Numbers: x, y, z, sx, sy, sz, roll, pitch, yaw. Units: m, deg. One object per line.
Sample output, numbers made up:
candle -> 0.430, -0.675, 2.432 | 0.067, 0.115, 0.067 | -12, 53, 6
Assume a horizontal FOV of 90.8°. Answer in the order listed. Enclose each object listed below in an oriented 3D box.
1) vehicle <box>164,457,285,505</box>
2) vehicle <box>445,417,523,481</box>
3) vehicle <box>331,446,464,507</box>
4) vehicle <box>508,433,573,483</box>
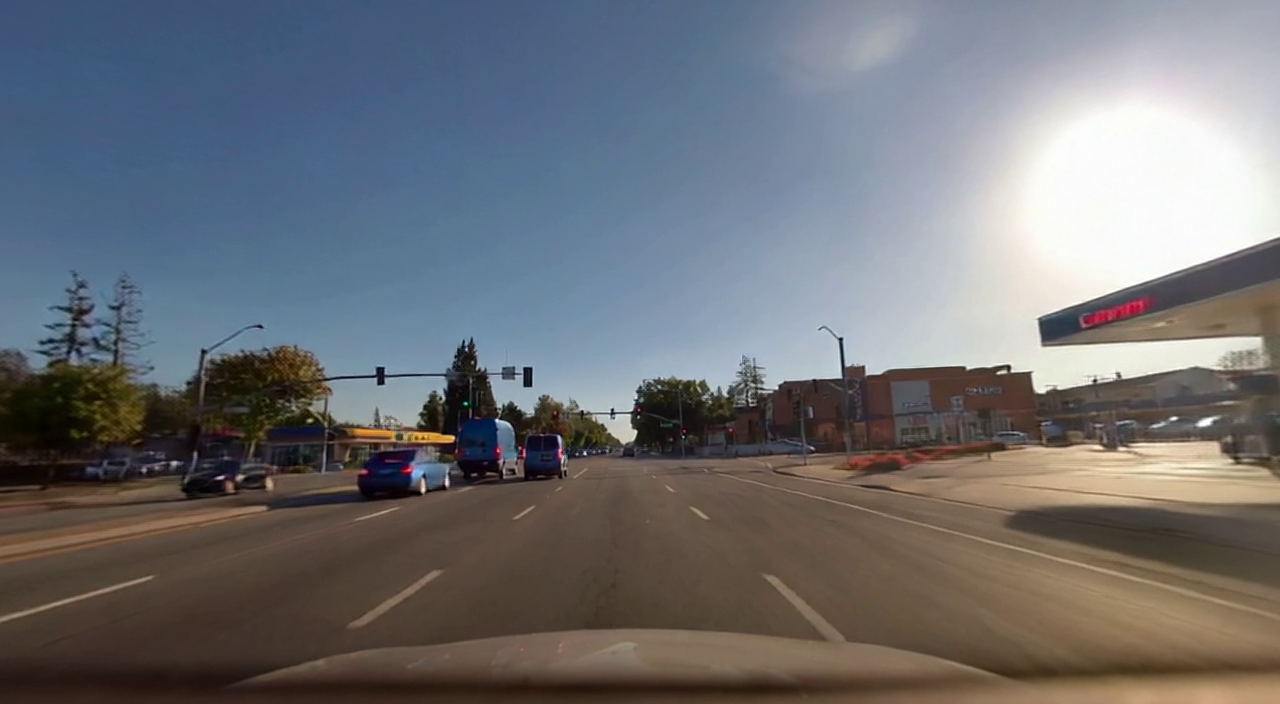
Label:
vehicle -> -16.238, 5.014, 24.999 | 2.045, 1.621, 4.220 | 0, -9, -3
vehicle -> -7.185, 4.577, 29.788 | 2.405, 2.696, 5.561 | 0, -9, -2
vehicle -> -6.696, 3.448, 18.107 | 1.993, 1.490, 4.768 | 0, -9, -1
vehicle -> -4.399, 4.778, 28.784 | 2.206, 2.007, 5.190 | 0, -9, -1
